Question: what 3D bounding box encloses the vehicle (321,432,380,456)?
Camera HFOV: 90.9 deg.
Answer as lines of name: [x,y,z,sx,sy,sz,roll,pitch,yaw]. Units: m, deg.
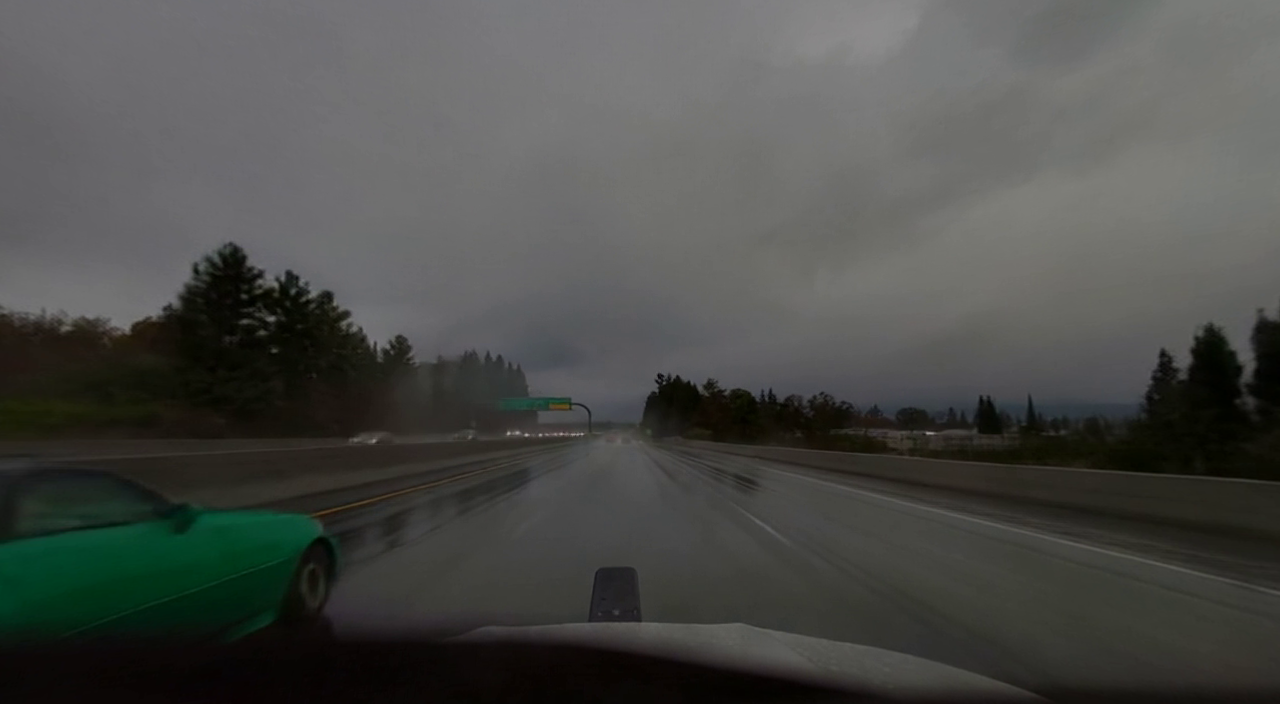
vehicle: [-18.864,6.039,41.309,1.872,1.469,4.419,0,-8,-2]
